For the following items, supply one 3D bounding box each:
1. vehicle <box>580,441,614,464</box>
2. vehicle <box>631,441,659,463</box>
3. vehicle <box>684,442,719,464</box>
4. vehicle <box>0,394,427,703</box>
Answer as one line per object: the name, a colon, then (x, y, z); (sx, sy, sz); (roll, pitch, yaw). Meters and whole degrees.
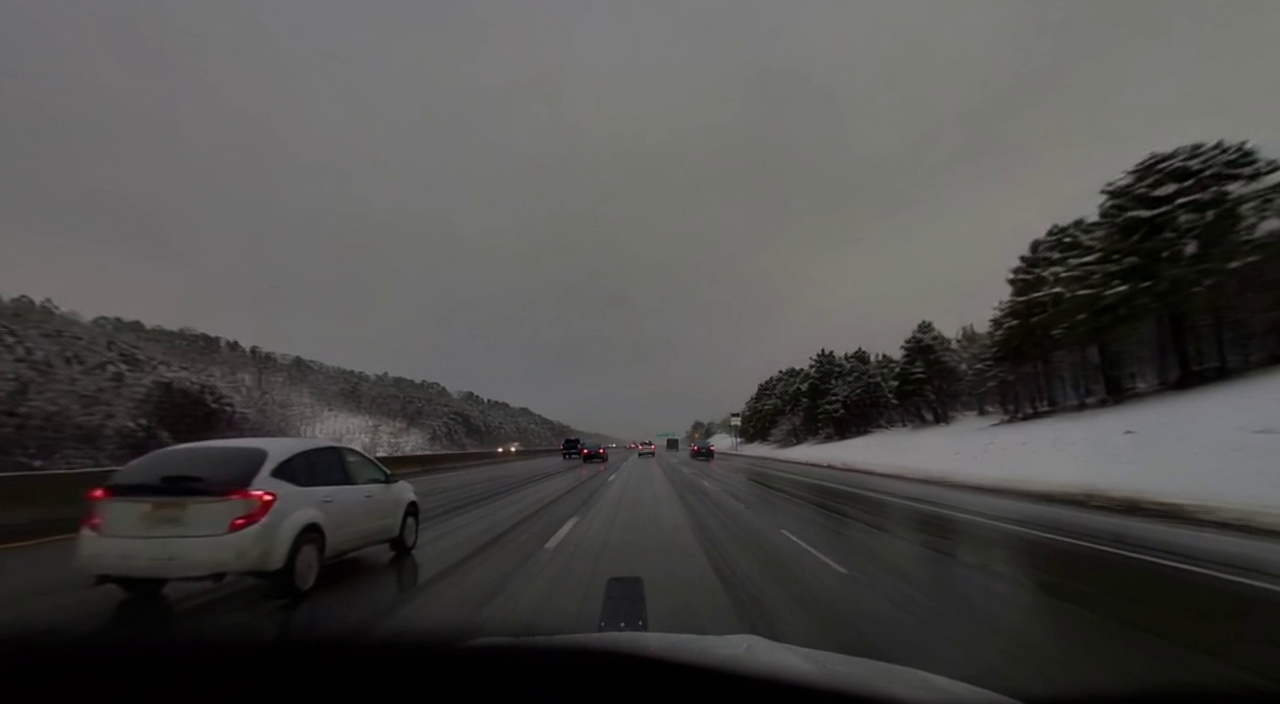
vehicle: (-3.087, 7.359, 46.227); (2.091, 1.552, 4.516); (0, -8, 0)
vehicle: (0.359, 7.484, 47.368); (2.031, 1.566, 3.904); (0, -8, 0)
vehicle: (4.461, 7.367, 46.335); (2.027, 1.525, 4.348); (0, -8, -1)
vehicle: (-3.298, 1.225, 4.395); (1.997, 1.502, 4.554); (0, -8, 0)
